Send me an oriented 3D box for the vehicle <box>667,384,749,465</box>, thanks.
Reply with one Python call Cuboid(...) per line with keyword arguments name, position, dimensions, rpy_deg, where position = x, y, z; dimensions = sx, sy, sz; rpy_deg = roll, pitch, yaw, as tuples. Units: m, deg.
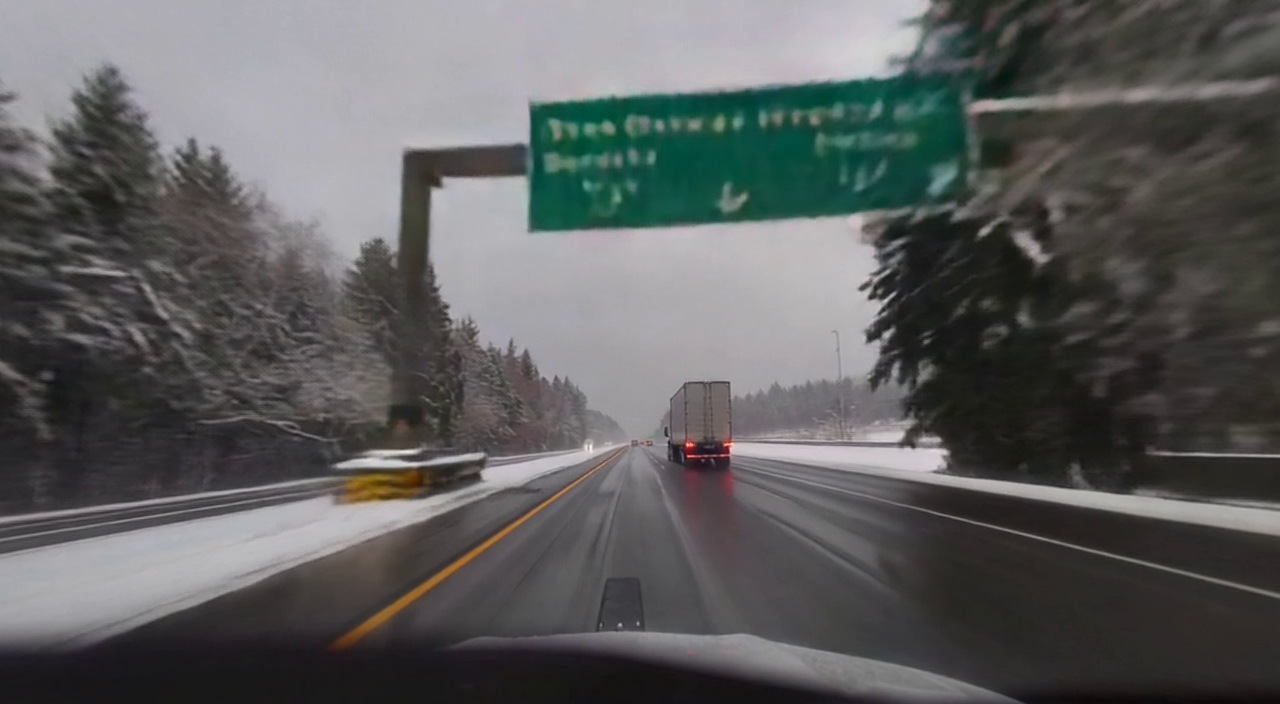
Cuboid(name="vehicle", position=(3.751, 4.753, 39.407), dimensions=(3.357, 4.101, 14.659), rpy_deg=(0, -8, -1))
